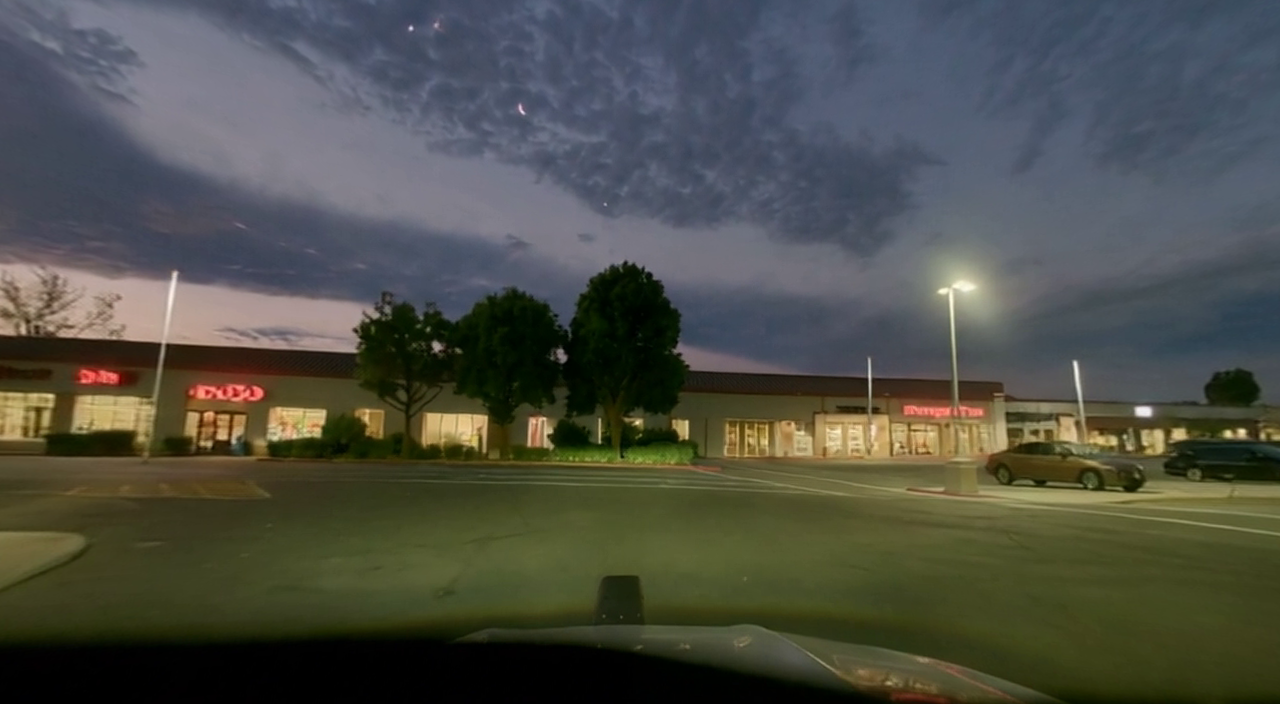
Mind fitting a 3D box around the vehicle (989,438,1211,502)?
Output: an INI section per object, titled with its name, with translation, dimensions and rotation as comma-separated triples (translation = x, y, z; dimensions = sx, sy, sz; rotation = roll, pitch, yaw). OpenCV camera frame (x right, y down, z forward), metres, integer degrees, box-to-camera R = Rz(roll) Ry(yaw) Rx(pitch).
[vehicle]
translation = 12.352, 3.155, 17.521
dimensions = 2.140, 1.507, 4.856
rotation = 1, -8, -7
